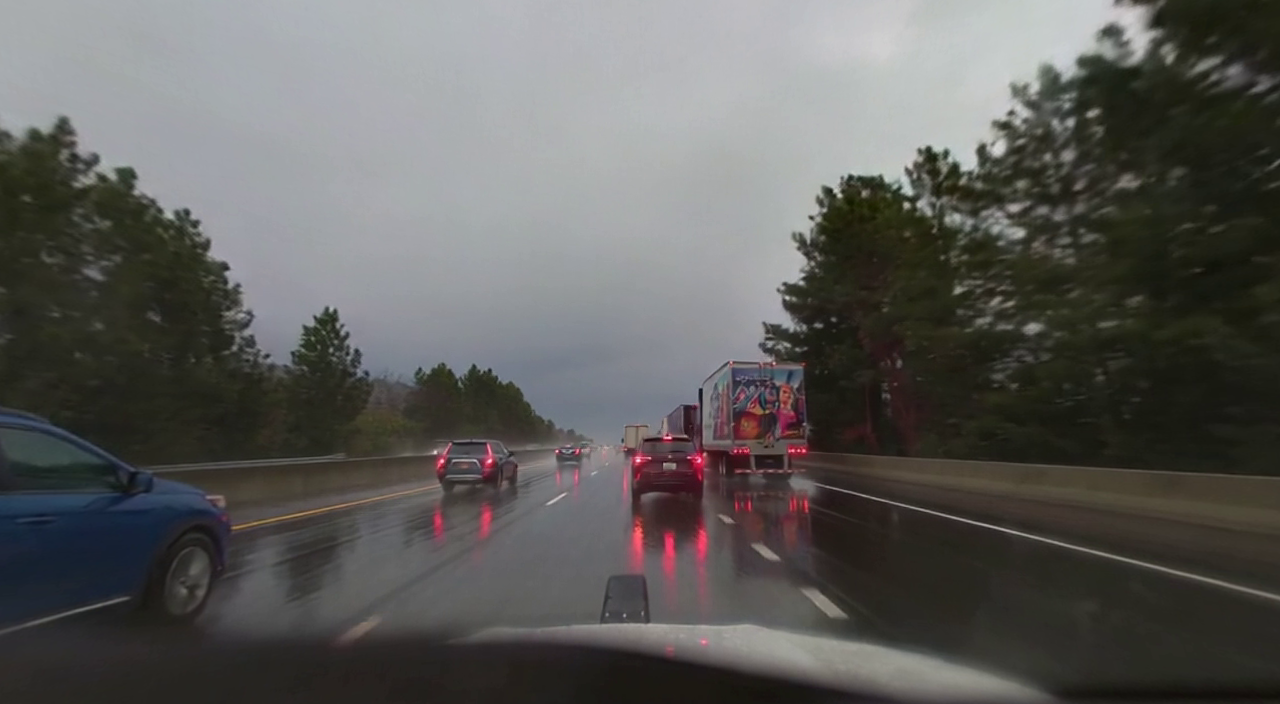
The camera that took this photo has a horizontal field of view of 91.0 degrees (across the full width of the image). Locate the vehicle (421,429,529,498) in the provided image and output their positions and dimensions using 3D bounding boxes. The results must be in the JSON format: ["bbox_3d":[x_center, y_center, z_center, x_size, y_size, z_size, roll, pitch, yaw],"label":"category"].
[{"bbox_3d":[-4.315,2.968,17.115,1.905,1.642,3.803,0,-8,0],"label":"vehicle"}]

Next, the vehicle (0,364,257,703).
[{"bbox_3d":[-4.059,0.859,2.732,1.983,1.666,4.452,0,-8,0],"label":"vehicle"}]

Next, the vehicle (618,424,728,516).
[{"bbox_3d":[0.597,2.418,13.376,2.017,1.662,3.543,0,-8,0],"label":"vehicle"}]

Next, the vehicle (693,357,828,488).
[{"bbox_3d":[4.343,3.203,26.821,2.828,4.081,14.220,0,-8,-1],"label":"vehicle"}]

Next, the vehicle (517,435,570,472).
[{"bbox_3d":[-4.708,5.012,31.279,2.014,1.683,4.275,0,-8,0],"label":"vehicle"}]

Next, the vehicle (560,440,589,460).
[{"bbox_3d":[-5.119,7.696,49.633,1.950,1.535,4.237,0,-8,-1],"label":"vehicle"}]
